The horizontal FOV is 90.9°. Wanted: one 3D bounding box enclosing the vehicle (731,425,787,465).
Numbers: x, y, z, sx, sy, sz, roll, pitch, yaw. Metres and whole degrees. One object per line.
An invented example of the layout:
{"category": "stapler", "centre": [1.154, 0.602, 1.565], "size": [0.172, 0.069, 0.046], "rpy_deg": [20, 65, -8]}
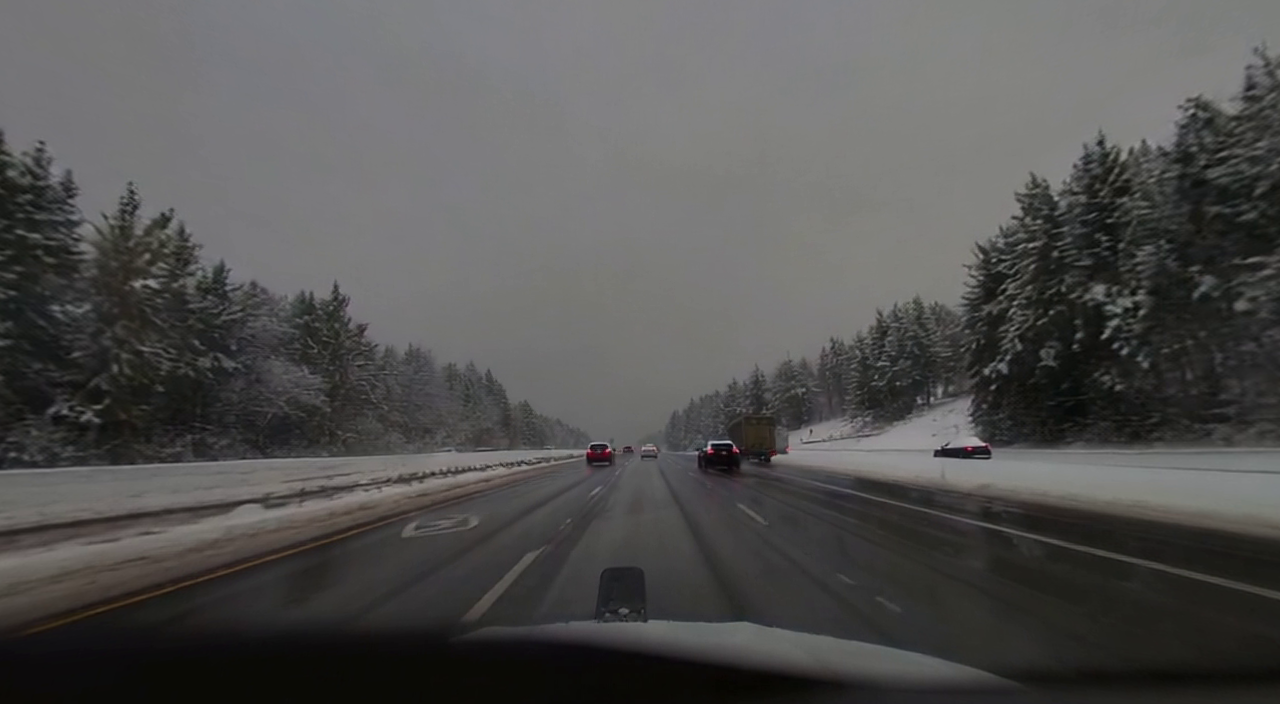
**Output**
{"category": "vehicle", "centre": [8.170, 6.496, 43.938], "size": [2.729, 2.628, 4.875], "rpy_deg": [0, -9, -2]}

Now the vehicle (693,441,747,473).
{"category": "vehicle", "centre": [3.966, 5.300, 32.137], "size": [2.080, 1.493, 4.674], "rpy_deg": [0, -8, -1]}

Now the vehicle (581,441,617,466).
{"category": "vehicle", "centre": [-2.682, 6.730, 42.059], "size": [2.060, 1.587, 4.093], "rpy_deg": [0, -9, 1]}

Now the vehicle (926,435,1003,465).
{"category": "vehicle", "centre": [23.297, 7.039, 45.554], "size": [2.221, 1.995, 5.803], "rpy_deg": [0, -9, -3]}
